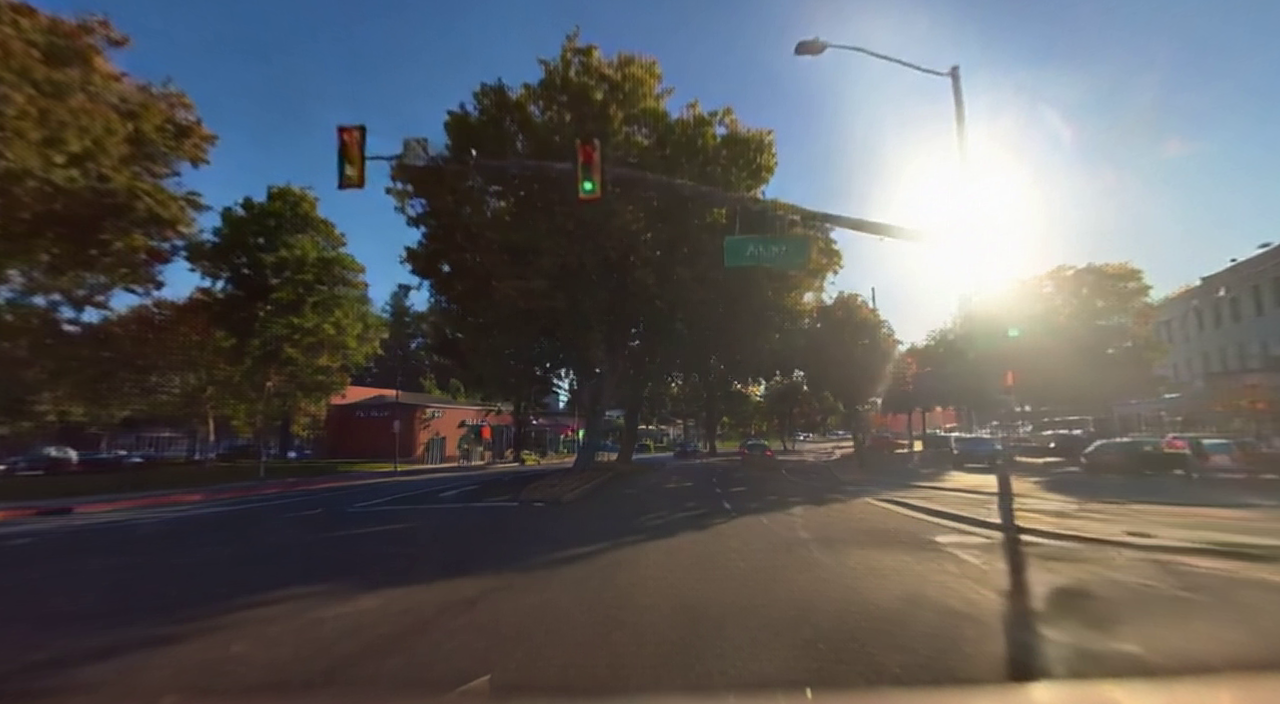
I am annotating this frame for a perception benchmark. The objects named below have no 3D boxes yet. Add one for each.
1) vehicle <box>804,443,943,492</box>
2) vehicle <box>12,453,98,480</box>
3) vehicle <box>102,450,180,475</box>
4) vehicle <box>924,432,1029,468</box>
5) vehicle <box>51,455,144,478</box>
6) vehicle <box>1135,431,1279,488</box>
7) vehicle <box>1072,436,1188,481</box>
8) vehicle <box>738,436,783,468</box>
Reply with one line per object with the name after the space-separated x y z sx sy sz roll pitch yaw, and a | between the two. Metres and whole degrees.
7.784 3.856 21.537 1.938 1.466 4.434 3 -9 -20 | vehicle
-42.276 8.258 45.698 1.983 1.730 4.577 0 -9 -4 | vehicle
-36.963 8.188 46.897 2.143 1.624 4.728 2 -8 -4 | vehicle
18.204 5.334 34.372 4.557 1.825 2.350 -3 -9 15 | vehicle
-39.513 8.336 46.119 2.379 1.472 5.175 0 -9 -4 | vehicle
20.217 3.727 22.204 4.707 1.790 2.357 4 -9 -25 | vehicle
19.006 4.087 24.435 4.135 1.580 1.908 4 -10 -28 | vehicle
7.244 5.933 37.501 2.311 1.715 4.287 -2 -9 14 | vehicle
